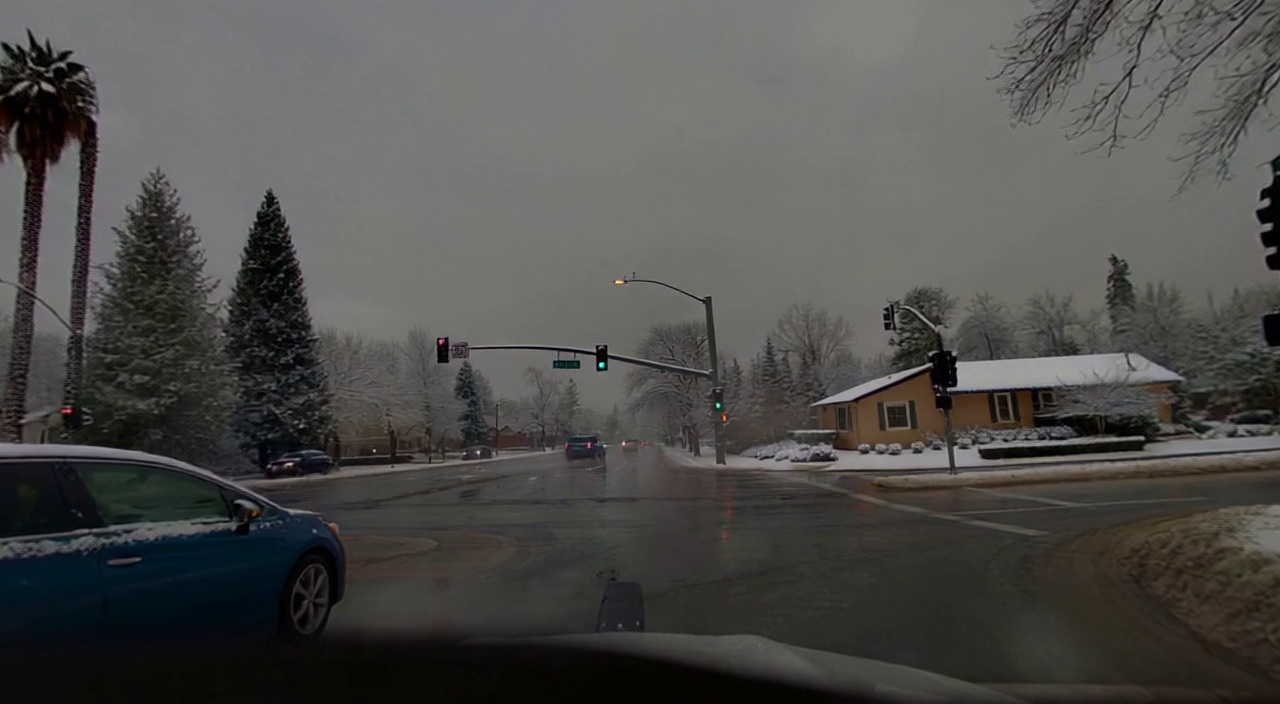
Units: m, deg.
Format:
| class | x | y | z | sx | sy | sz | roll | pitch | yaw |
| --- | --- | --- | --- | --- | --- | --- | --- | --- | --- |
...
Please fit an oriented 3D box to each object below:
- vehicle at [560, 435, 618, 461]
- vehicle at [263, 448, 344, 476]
| class | x | y | z | sx | sy | sz | roll | pitch | yaw |
| --- | --- | --- | --- | --- | --- | --- | --- | --- | --- |
| vehicle | -3.091 | 6.008 | 39.550 | 2.083 | 1.541 | 4.777 | -3 | -9 | 15 |
| vehicle | -20.009 | 6.557 | 37.814 | 2.084 | 1.528 | 4.778 | -1 | -9 | 2 |
